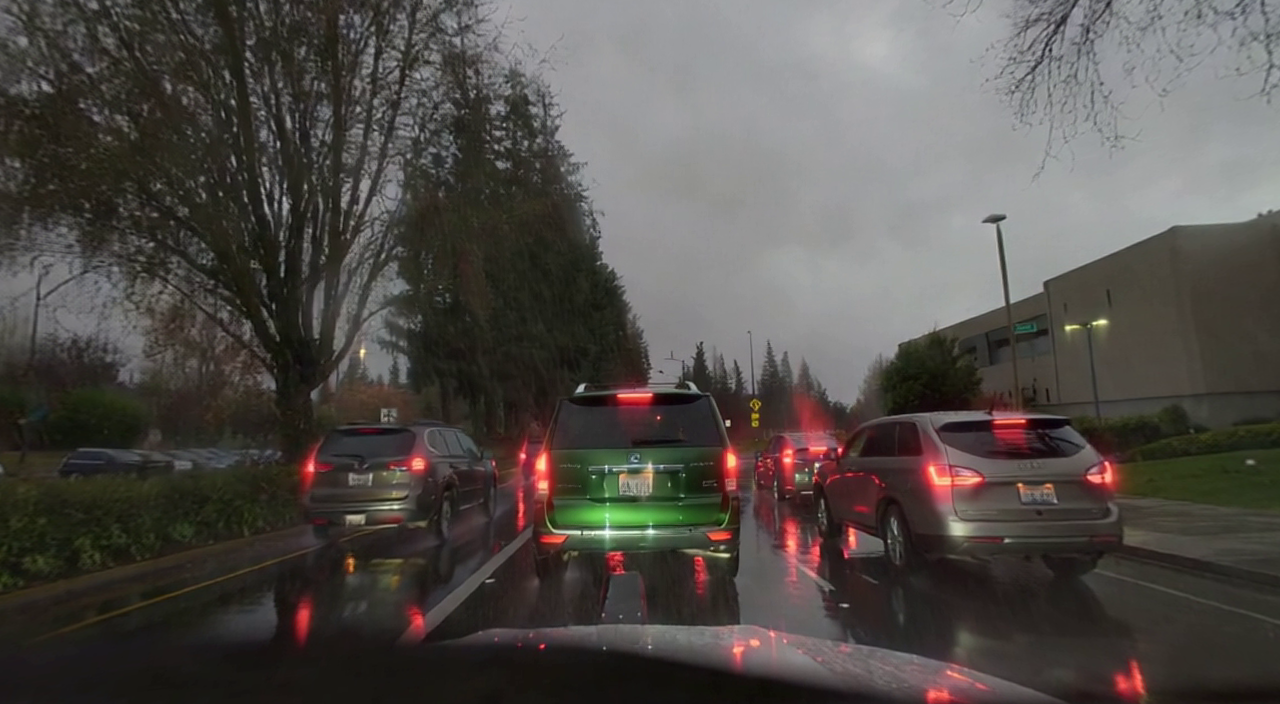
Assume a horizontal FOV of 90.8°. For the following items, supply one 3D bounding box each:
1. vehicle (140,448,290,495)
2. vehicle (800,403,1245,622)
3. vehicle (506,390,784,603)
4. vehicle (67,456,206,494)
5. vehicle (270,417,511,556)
[{"bbox_3d":[-14.916,4.192,22.577,2.206,1.481,4.481,0,-9,1],"label":"vehicle"},{"bbox_3d":[3.480,1.548,7.047,2.202,1.657,4.298,0,-9,-1],"label":"vehicle"},{"bbox_3d":[0.028,1.490,7.256,2.294,1.761,3.857,0,-9,0],"label":"vehicle"},{"bbox_3d":[-22.234,5.422,28.220,2.312,1.443,4.684,0,-9,1],"label":"vehicle"},{"bbox_3d":[-3.383,1.899,9.583,1.961,1.639,4.064,0,-9,0],"label":"vehicle"}]
